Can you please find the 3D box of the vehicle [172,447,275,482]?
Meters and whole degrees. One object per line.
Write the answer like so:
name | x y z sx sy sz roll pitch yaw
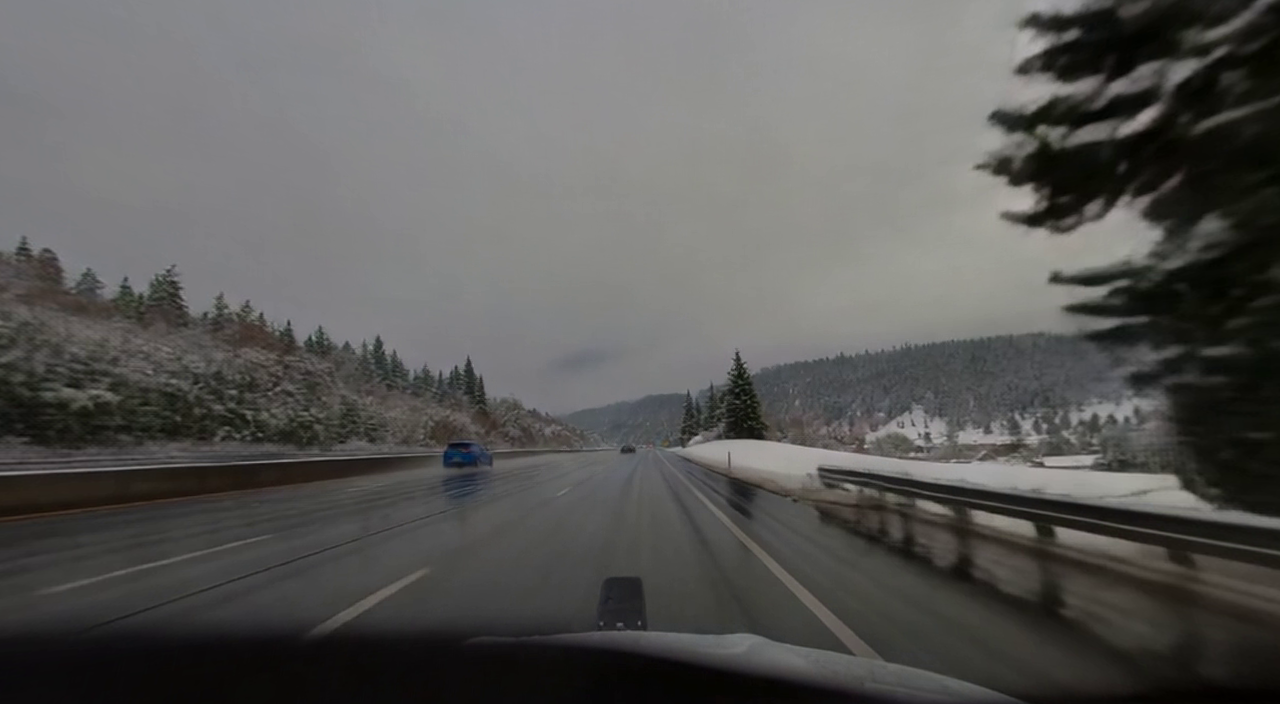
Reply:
vehicle | -20.055 5.395 30.632 1.884 1.507 4.491 0 -8 1

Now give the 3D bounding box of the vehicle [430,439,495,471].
vehicle | -10.224 5.970 36.751 2.152 1.753 4.972 0 -8 2
